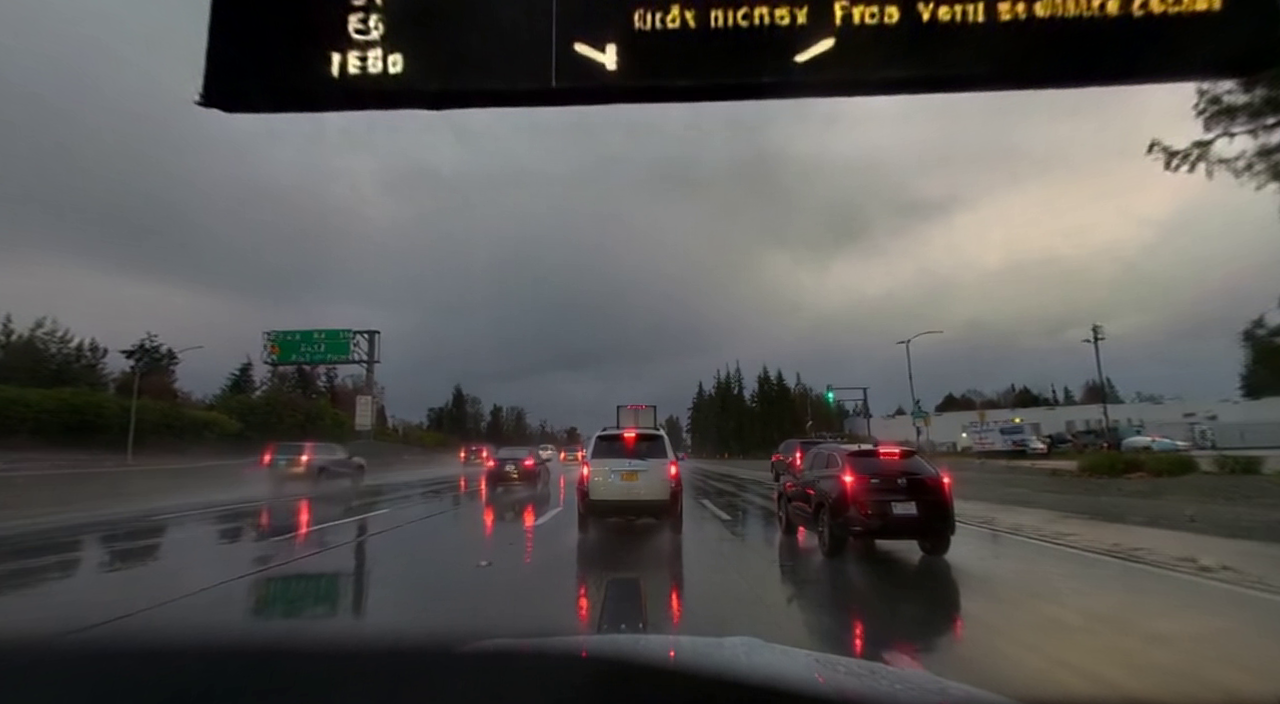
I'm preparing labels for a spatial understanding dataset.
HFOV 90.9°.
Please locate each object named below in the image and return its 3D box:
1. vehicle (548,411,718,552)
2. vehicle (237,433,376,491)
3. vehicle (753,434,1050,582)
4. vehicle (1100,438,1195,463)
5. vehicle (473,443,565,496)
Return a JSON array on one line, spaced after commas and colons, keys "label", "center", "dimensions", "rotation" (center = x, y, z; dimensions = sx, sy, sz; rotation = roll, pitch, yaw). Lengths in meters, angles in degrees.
[{"label": "vehicle", "center": [-0.100, 1.948, 10.070], "dimensions": [2.152, 1.779, 3.924], "rotation": [0, -9, 0]}, {"label": "vehicle", "center": [-11.022, 3.665, 21.327], "dimensions": [2.129, 1.720, 4.547], "rotation": [0, -9, 1]}, {"label": "vehicle", "center": [3.052, 1.918, 8.654], "dimensions": [2.018, 1.470, 4.491], "rotation": [0, -9, -2]}, {"label": "vehicle", "center": [32.278, 6.289, 40.277], "dimensions": [1.805, 1.536, 4.325], "rotation": [3, -9, -19]}, {"label": "vehicle", "center": [-3.643, 3.624, 19.809], "dimensions": [2.005, 1.458, 4.143], "rotation": [0, -9, 1]}]
